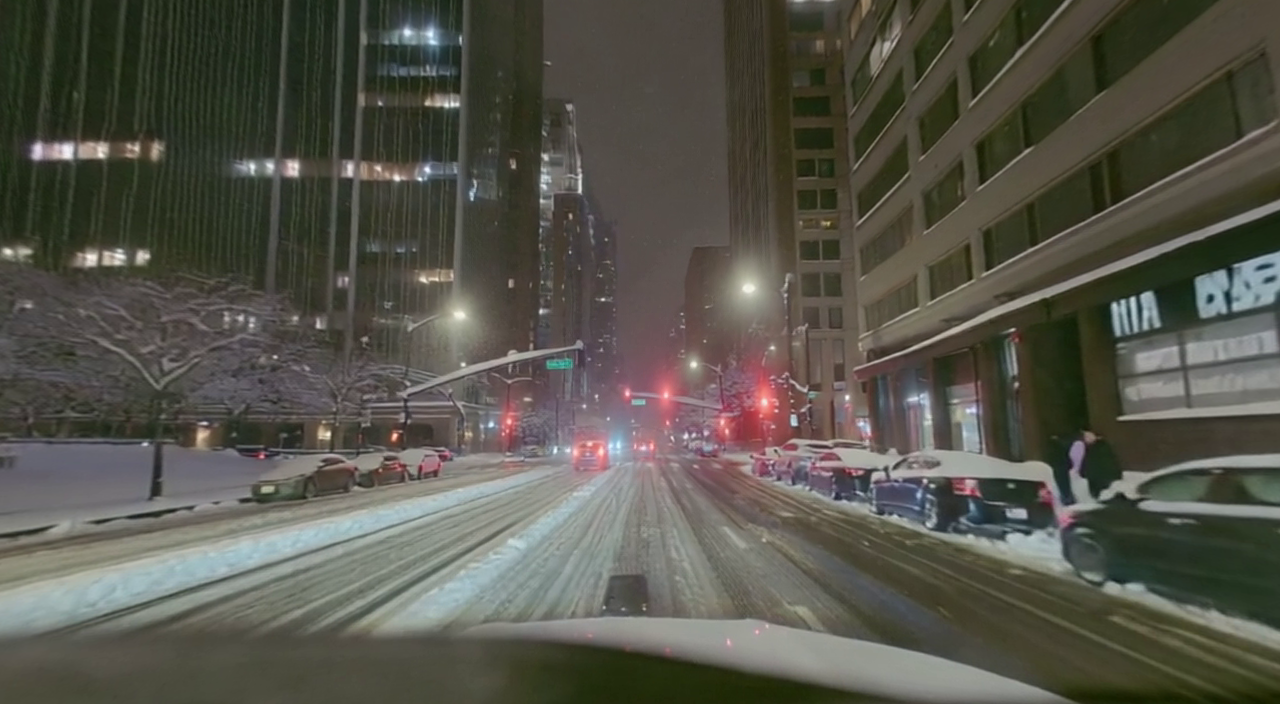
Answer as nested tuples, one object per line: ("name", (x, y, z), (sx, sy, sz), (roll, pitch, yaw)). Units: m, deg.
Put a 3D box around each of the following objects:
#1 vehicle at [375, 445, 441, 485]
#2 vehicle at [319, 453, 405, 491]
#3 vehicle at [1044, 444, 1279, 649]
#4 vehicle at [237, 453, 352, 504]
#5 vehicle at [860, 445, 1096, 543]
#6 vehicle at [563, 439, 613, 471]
("vehicle", (-12.028, 5.821, 32.952), (1.890, 1.781, 4.331), (-4, -8, -2))
("vehicle", (-12.039, 5.201, 27.677), (1.808, 1.475, 4.550), (0, -8, -2))
("vehicle", (5.786, 1.511, 4.979), (1.994, 1.511, 4.788), (1, -8, -1))
("vehicle", (-12.098, 4.426, 22.439), (1.845, 1.493, 4.107), (-2, -8, -1))
("vehicle", (5.949, 2.507, 11.906), (1.967, 1.460, 4.558), (0, -8, 1))
("vehicle", (-2.537, 5.205, 31.978), (2.014, 1.480, 4.780), (0, -8, 2))
